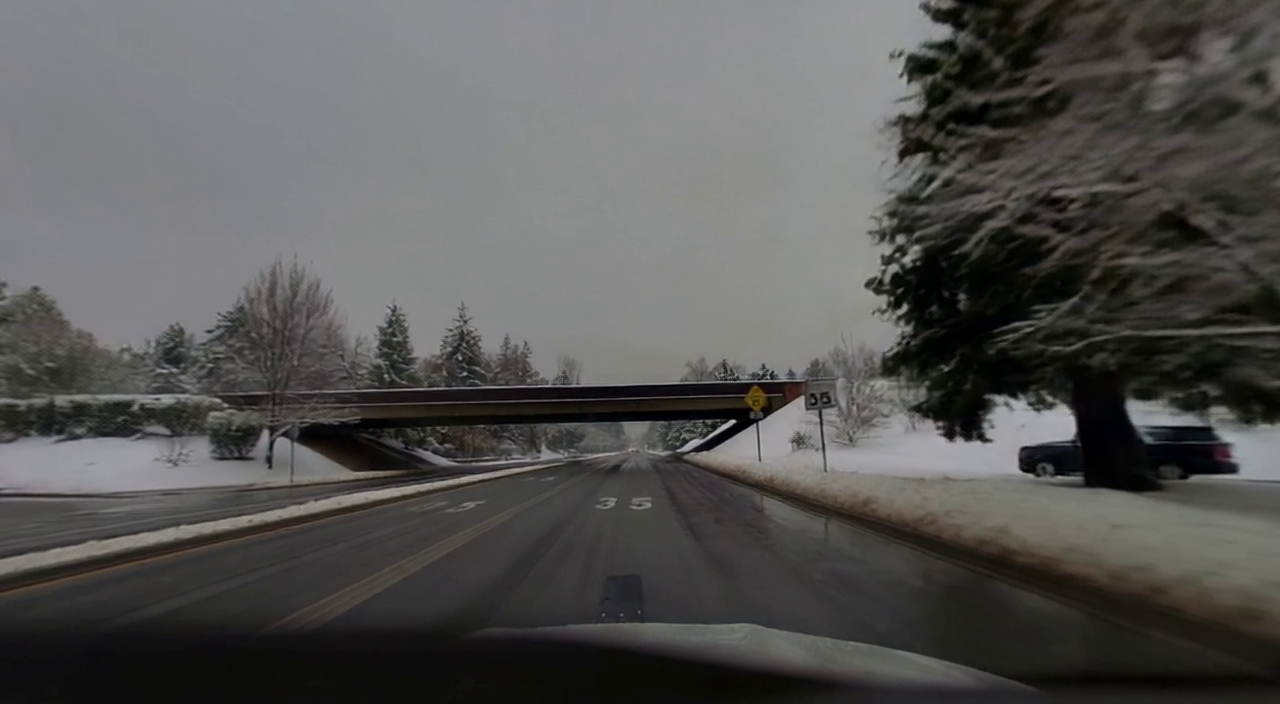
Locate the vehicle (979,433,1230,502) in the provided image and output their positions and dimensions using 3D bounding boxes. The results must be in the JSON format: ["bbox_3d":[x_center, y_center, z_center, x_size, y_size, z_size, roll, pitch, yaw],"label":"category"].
[{"bbox_3d":[11.354,2.820,15.859,1.809,1.432,4.629,5,-10,-31],"label":"vehicle"}]
